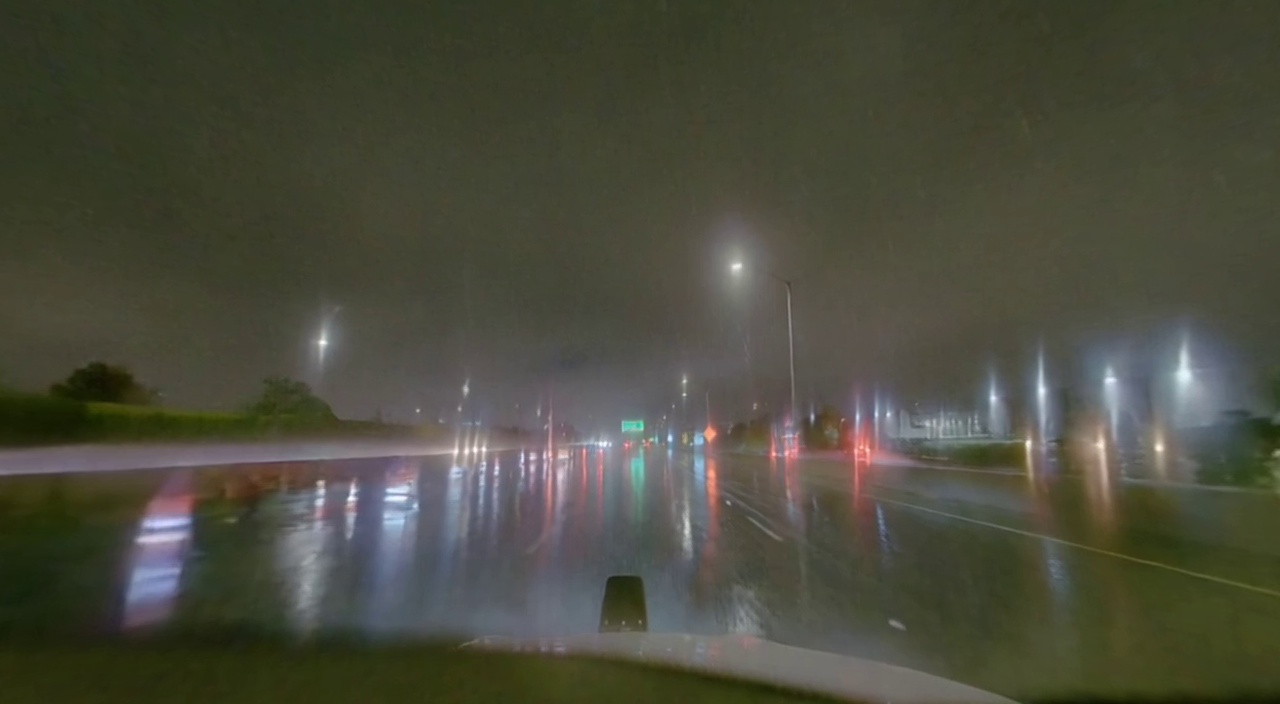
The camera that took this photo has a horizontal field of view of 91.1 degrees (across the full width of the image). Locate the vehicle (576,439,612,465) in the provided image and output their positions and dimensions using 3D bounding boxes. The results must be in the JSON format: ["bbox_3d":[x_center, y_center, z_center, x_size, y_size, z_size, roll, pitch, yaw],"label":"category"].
[{"bbox_3d":[-3.062,6.774,42.750,2.078,1.629,4.059,0,-8,1],"label":"vehicle"}]
